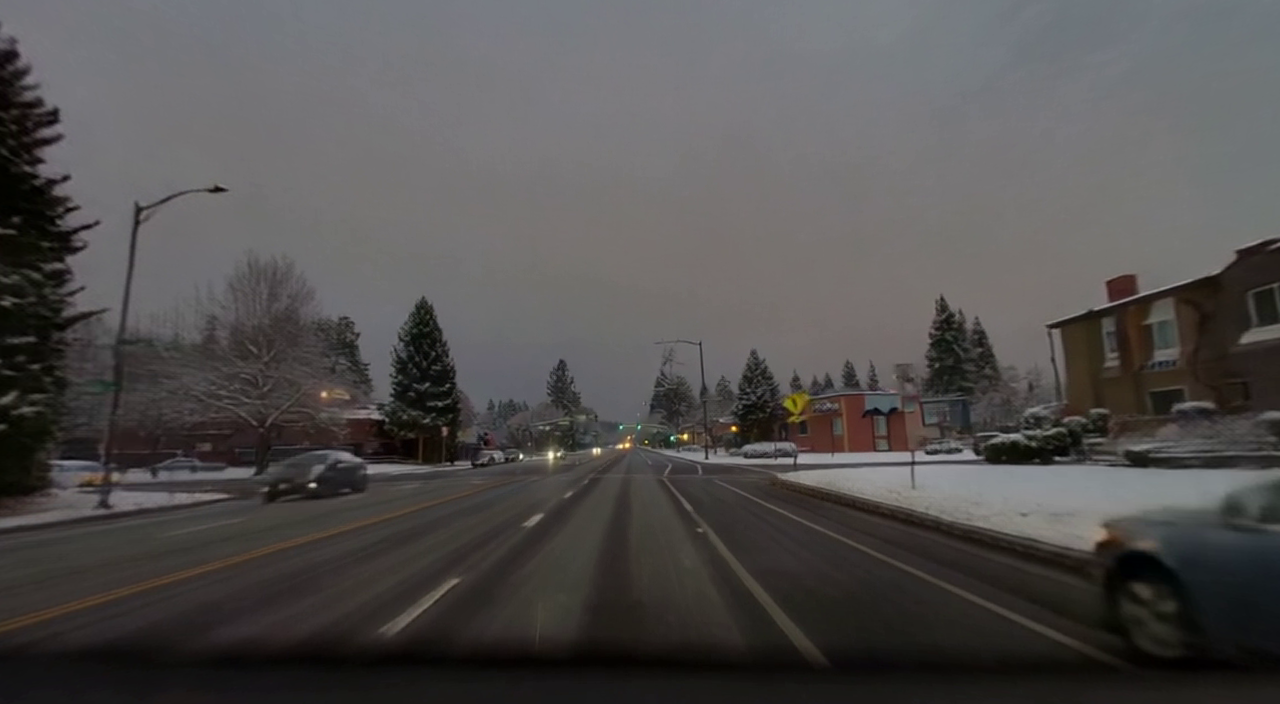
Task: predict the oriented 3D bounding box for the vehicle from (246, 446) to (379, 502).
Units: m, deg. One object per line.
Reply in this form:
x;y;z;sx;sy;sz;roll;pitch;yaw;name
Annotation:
-10.350;3.859;20.431;2.022;1.569;4.275;0;-8;0;vehicle

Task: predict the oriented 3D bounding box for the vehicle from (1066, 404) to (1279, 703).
4.047;0.864;1.887;2.072;1.536;4.918;0;-8;-1;vehicle
